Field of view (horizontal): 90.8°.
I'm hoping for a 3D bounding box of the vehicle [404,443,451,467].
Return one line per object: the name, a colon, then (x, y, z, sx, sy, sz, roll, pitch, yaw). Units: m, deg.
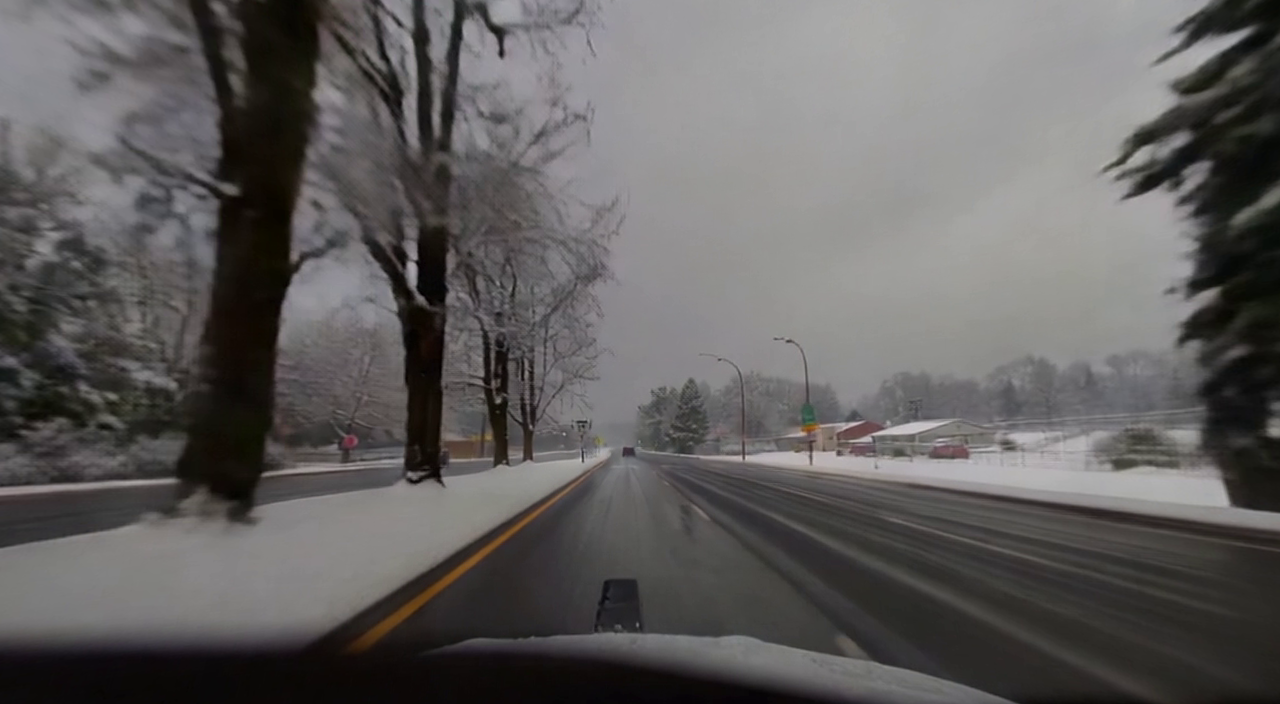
vehicle: (-16.380, 7.980, 48.968, 2.022, 1.738, 4.668, 0, -9, 0)
